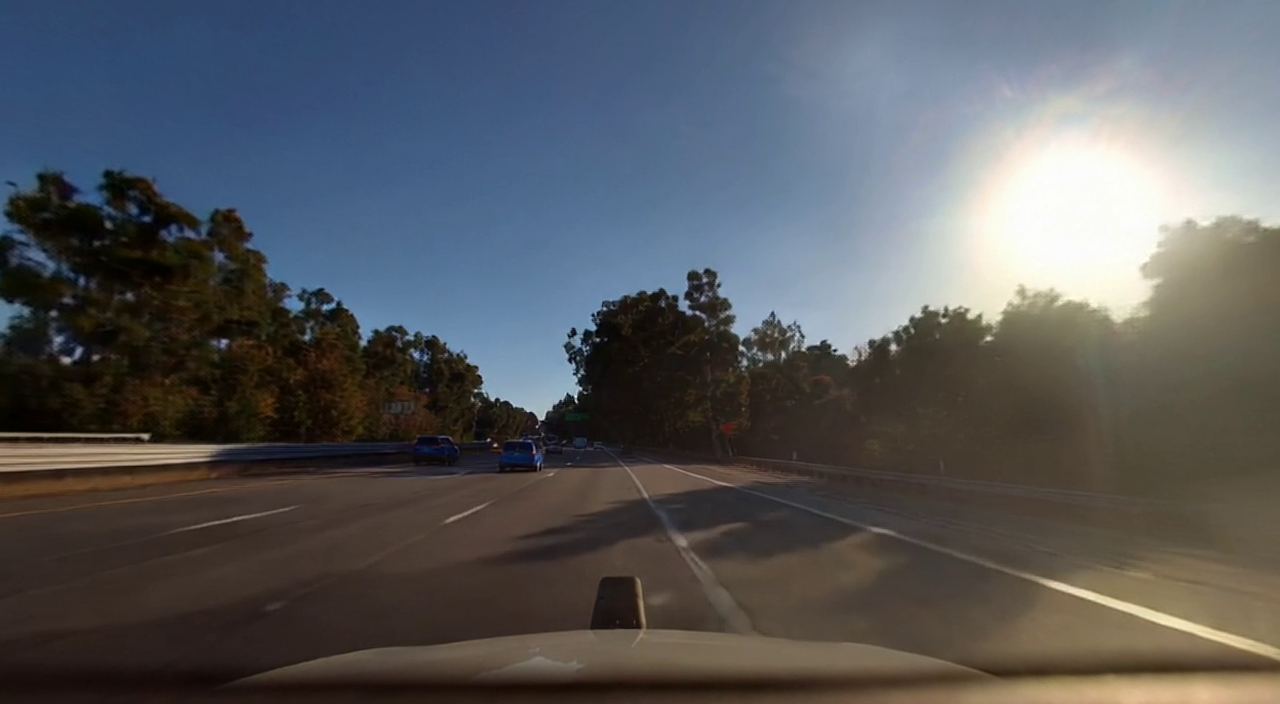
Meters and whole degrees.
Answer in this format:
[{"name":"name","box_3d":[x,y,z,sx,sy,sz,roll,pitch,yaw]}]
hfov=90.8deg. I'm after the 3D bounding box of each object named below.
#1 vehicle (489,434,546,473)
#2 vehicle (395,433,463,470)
[{"name":"vehicle","box_3d":[-6.043,5.102,31.811,2.146,1.766,4.502,0,-9,-2]},{"name":"vehicle","box_3d":[-10.402,4.956,31.490,2.016,1.711,4.365,0,-9,-2]}]
